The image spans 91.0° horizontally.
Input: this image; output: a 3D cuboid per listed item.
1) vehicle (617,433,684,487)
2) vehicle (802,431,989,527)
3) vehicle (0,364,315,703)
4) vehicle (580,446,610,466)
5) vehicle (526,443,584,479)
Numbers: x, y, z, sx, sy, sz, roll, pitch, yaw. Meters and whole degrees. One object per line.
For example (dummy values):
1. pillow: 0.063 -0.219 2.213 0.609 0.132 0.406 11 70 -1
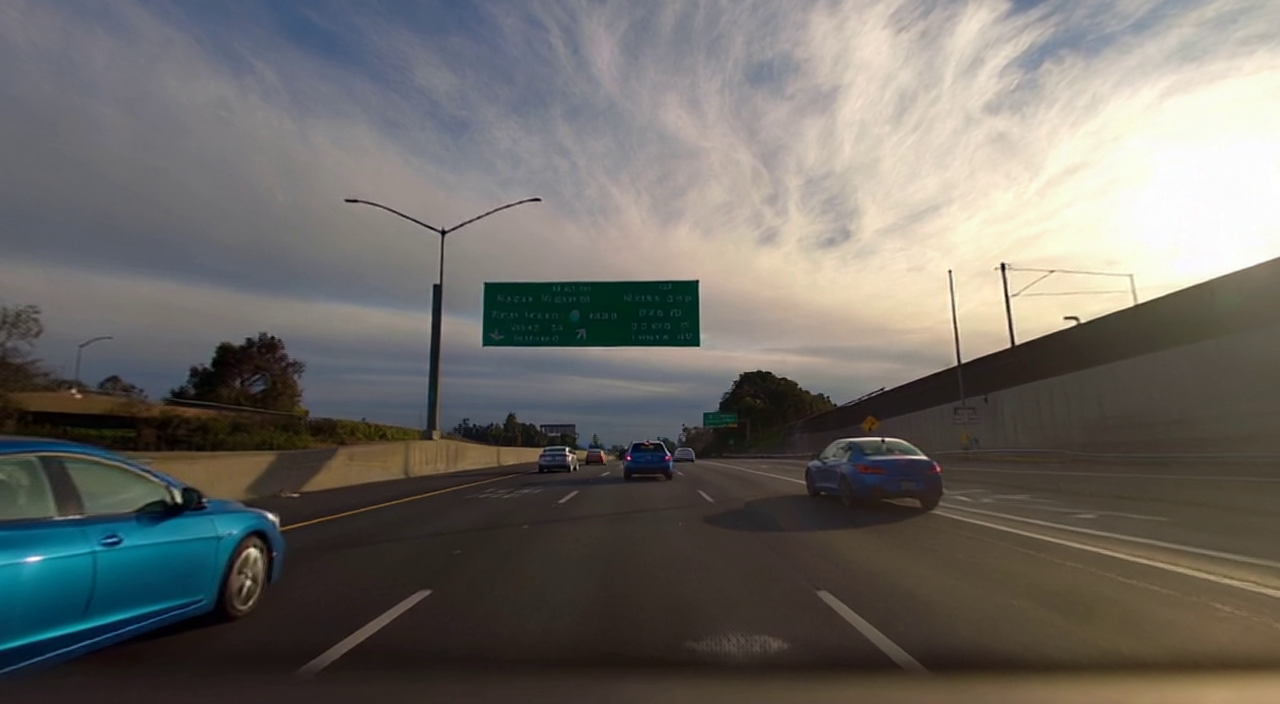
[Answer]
1. vehicle: 0.336 3.834 22.603 2.202 1.748 4.158 0 -9 0
2. vehicle: 5.039 2.548 13.239 2.055 1.656 4.370 0 -9 -1
3. vehicle: -3.928 0.935 3.173 2.160 1.639 4.431 0 -9 1
4. vehicle: -3.452 8.100 49.269 1.969 1.480 4.077 0 -9 1
5. vehicle: -3.857 5.027 29.313 2.031 1.491 4.145 0 -9 1
